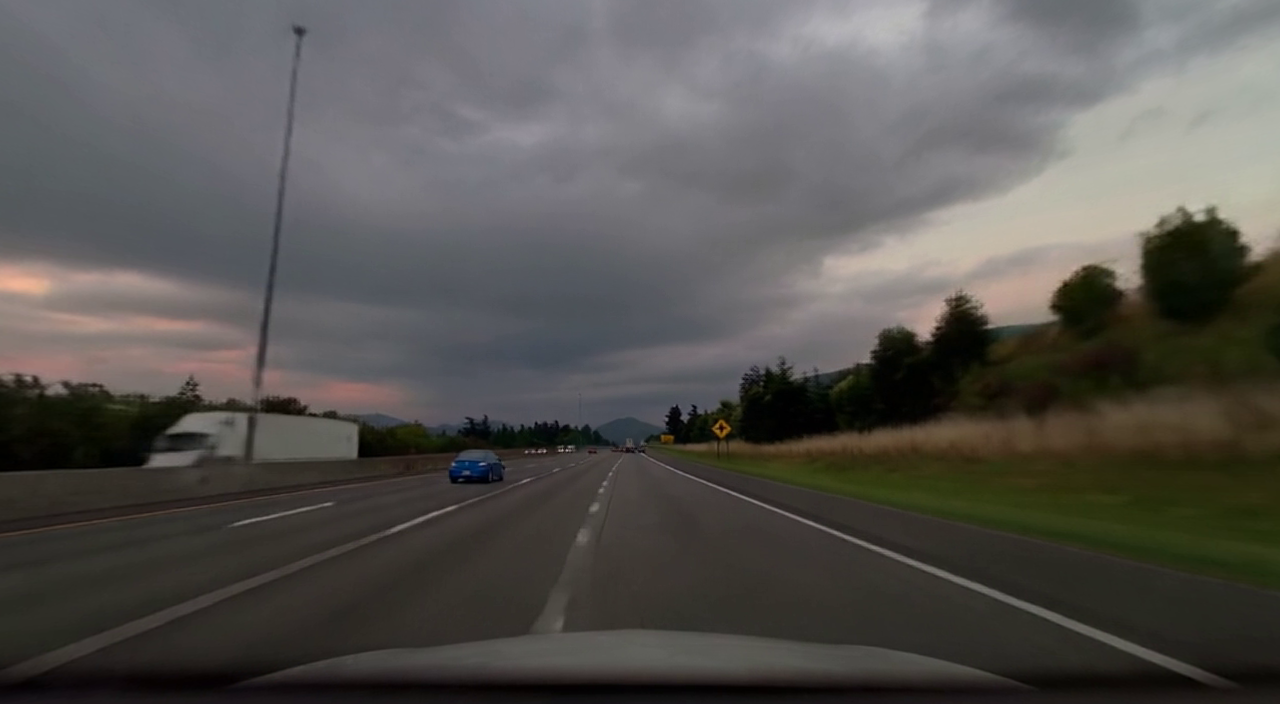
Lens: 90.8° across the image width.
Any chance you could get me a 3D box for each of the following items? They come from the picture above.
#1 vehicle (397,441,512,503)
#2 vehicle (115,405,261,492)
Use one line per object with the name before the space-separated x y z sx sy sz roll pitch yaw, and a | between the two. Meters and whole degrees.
vehicle | -5.080 3.330 17.913 2.121 1.537 3.852 0 -8 -1
vehicle | -22.577 4.869 32.057 2.928 3.915 5.990 0 -8 -2
